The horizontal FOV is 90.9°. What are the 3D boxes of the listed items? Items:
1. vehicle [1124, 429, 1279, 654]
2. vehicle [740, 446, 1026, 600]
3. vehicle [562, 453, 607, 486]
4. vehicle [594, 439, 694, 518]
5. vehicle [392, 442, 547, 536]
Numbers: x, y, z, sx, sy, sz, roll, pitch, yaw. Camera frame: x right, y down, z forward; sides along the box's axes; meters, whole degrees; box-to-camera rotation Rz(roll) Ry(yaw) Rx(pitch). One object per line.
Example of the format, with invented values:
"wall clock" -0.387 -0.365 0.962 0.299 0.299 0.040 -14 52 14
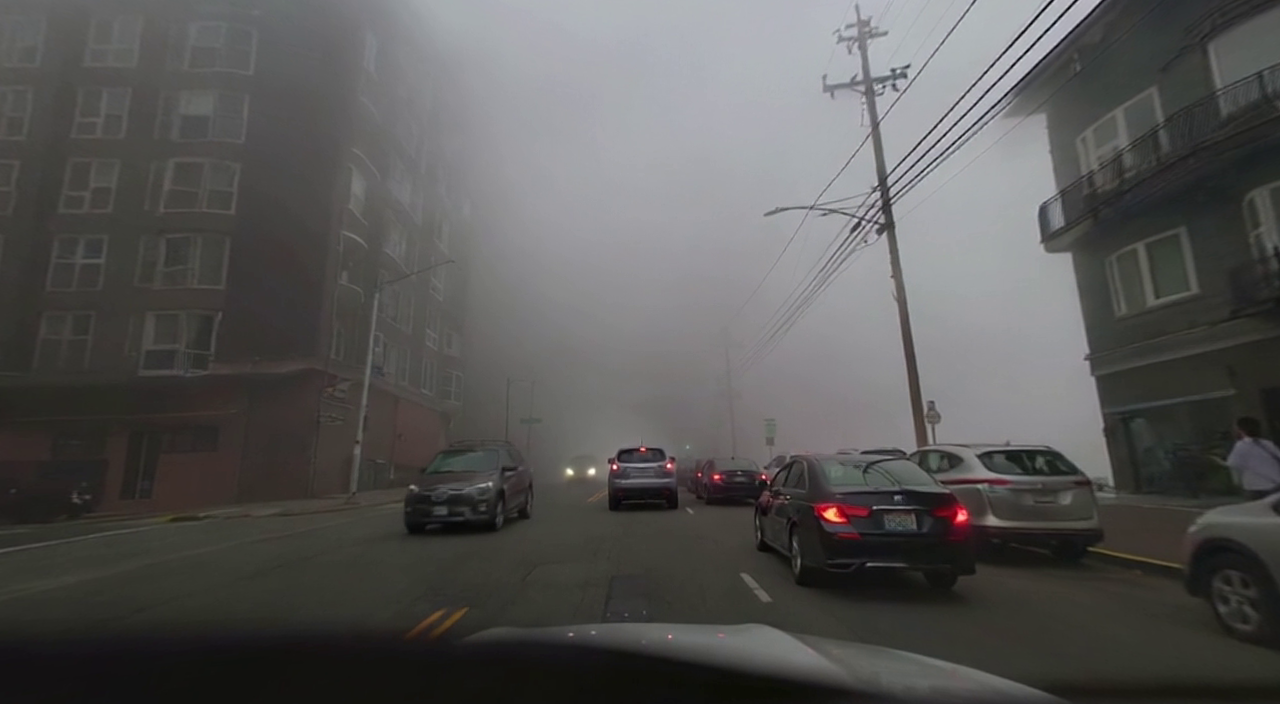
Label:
"vehicle" 5.526 1.200 3.611 1.931 1.585 4.387 0 -9 -1
"vehicle" 2.708 1.995 8.385 2.029 1.460 4.451 0 -8 0
"vehicle" -3.024 6.520 35.233 2.023 1.646 4.282 -1 -8 1
"vehicle" 0.036 3.131 16.194 2.232 1.736 4.036 0 -8 -1
"vehicle" -3.471 2.856 13.850 2.112 1.705 4.365 0 -8 1
